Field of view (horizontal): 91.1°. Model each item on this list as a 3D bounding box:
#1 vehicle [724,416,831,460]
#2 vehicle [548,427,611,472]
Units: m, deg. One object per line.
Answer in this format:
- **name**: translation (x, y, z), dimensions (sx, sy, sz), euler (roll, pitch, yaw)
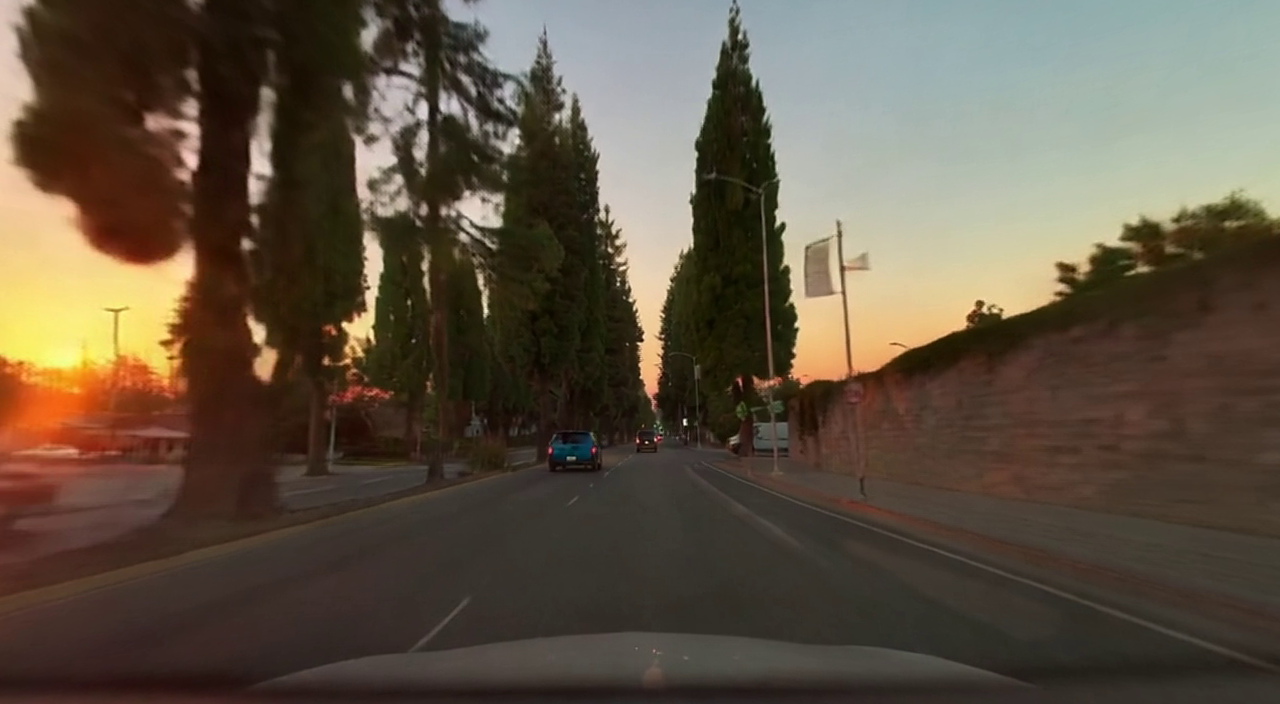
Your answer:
- **vehicle**: translation (9.787, 6.177, 45.469), dimensions (7.177, 2.935, 3.132), euler (0, -7, 6)
- **vehicle**: translation (-2.674, 4.476, 28.942), dimensions (2.281, 1.837, 4.845), euler (0, -8, 1)
